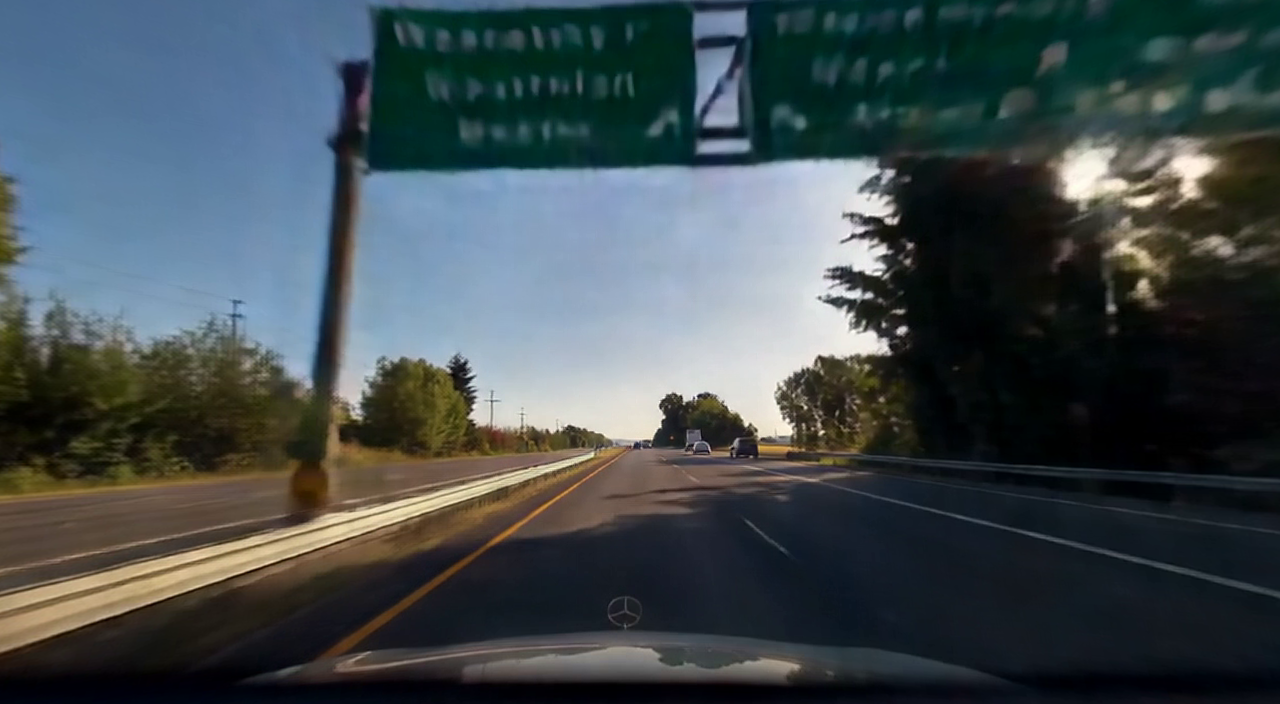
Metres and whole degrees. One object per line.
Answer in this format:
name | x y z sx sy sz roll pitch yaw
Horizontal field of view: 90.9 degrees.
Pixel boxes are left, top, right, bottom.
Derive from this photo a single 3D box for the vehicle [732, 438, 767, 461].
vehicle | 8.493 7.635 49.349 1.897 1.669 4.825 0 -9 0
